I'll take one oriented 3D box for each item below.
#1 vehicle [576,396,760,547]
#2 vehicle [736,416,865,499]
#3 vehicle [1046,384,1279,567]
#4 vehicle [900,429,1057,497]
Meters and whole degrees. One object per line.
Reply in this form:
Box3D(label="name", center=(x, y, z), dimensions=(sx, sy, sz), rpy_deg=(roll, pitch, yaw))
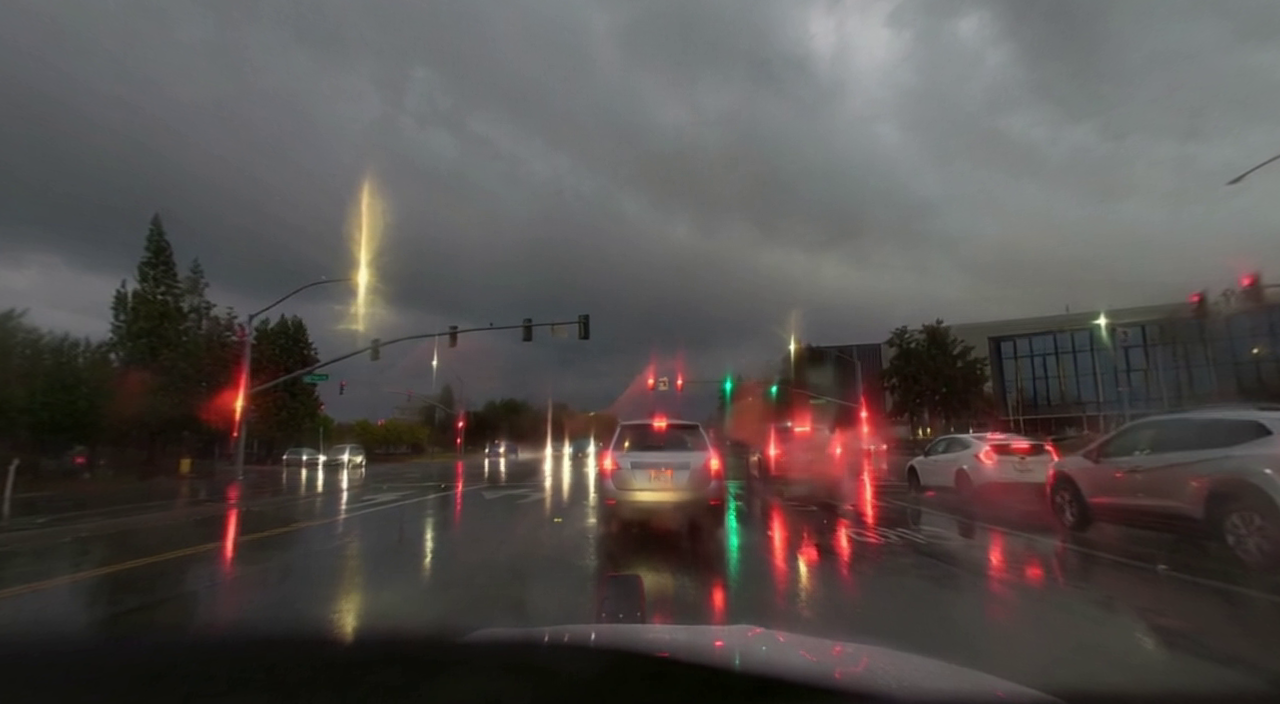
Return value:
Box3D(label="vehicle", center=(0.311, 1.751, 9.763), dimensions=(2.211, 1.795, 4.179), rpy_deg=(0, -9, -1))
Box3D(label="vehicle", center=(3.837, 2.650, 16.075), dimensions=(2.188, 1.774, 4.646), rpy_deg=(-1, -9, 2))
Box3D(label="vehicle", center=(7.395, 1.420, 7.606), dimensions=(2.074, 1.791, 4.393), rpy_deg=(0, -9, 1))
Box3D(label="vehicle", center=(8.374, 2.787, 16.156), dimensions=(1.862, 1.471, 4.297), rpy_deg=(-1, -9, 4))
